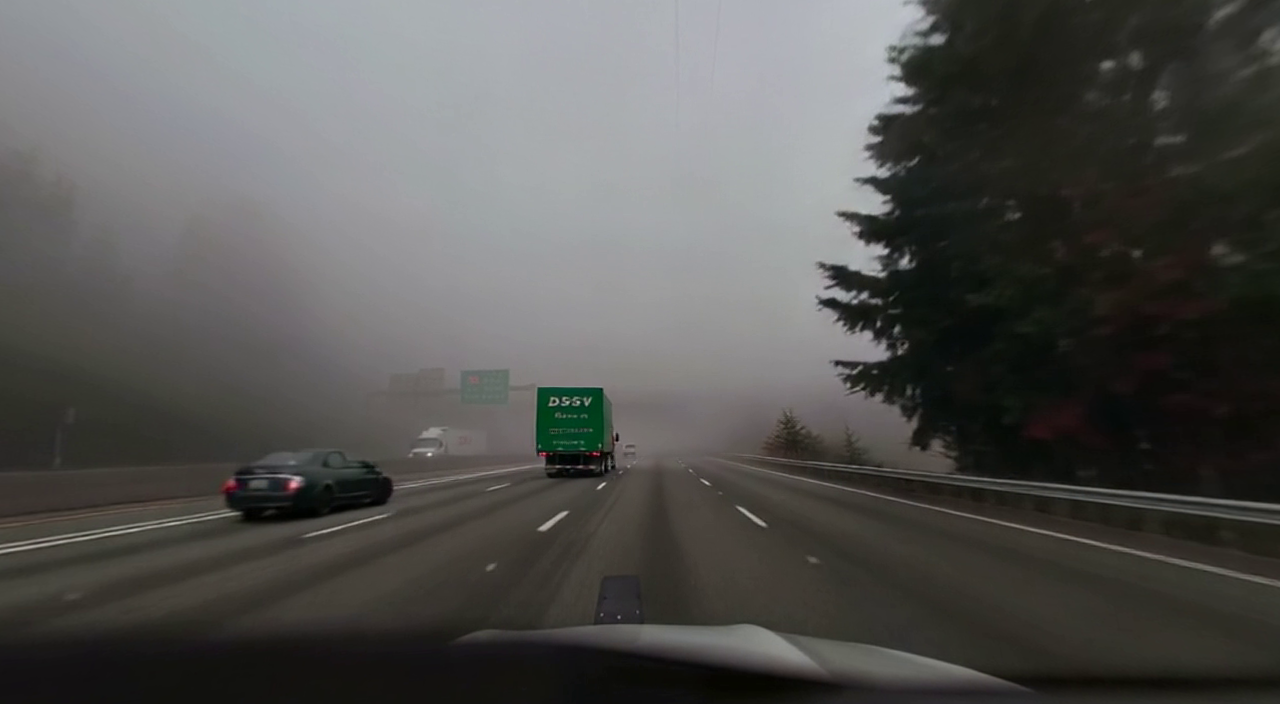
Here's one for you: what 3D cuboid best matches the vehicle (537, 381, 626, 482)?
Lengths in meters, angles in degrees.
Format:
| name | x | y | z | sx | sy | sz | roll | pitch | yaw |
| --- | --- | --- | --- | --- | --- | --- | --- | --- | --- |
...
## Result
| name | x | y | z | sx | sy | sz | roll | pitch | yaw |
| --- | --- | --- | --- | --- | --- | --- | --- | --- | --- |
| vehicle | -2.486 | 4.117 | 31.429 | 3.025 | 4.002 | 12.709 | -1 | -9 | 1 |

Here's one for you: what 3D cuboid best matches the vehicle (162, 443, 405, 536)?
| name | x | y | z | sx | sy | sz | roll | pitch | yaw |
| --- | --- | --- | --- | --- | --- | --- | --- | --- | --- |
| vehicle | -6.625 | 2.571 | 12.498 | 1.958 | 1.467 | 4.737 | -1 | -9 | 2 |
